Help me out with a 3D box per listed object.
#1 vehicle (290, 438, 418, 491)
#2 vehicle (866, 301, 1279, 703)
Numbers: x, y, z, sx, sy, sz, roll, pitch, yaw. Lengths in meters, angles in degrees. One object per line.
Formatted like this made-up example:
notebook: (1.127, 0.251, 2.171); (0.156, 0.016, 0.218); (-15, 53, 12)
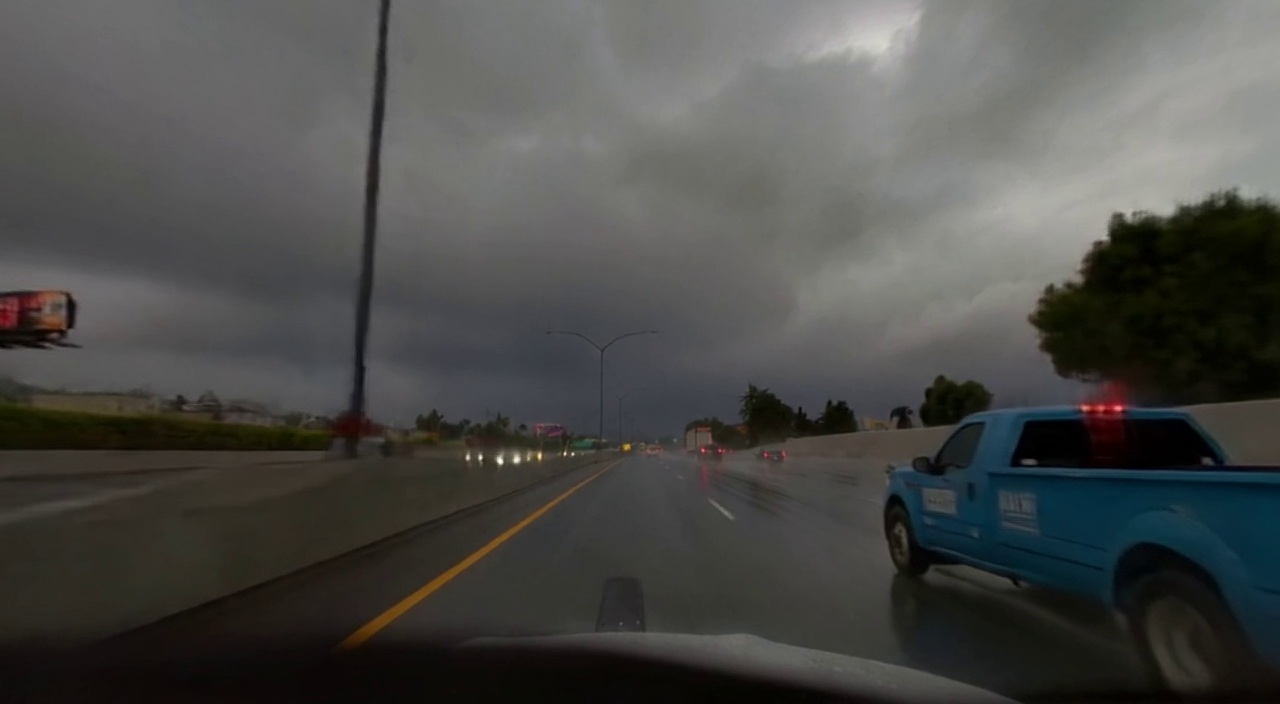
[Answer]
vehicle: (-11.079, 4.389, 25.109); (2.327, 1.801, 5.846); (0, -9, 0)
vehicle: (3.143, 0.927, 3.701); (1.973, 1.710, 4.476); (0, -9, 0)
